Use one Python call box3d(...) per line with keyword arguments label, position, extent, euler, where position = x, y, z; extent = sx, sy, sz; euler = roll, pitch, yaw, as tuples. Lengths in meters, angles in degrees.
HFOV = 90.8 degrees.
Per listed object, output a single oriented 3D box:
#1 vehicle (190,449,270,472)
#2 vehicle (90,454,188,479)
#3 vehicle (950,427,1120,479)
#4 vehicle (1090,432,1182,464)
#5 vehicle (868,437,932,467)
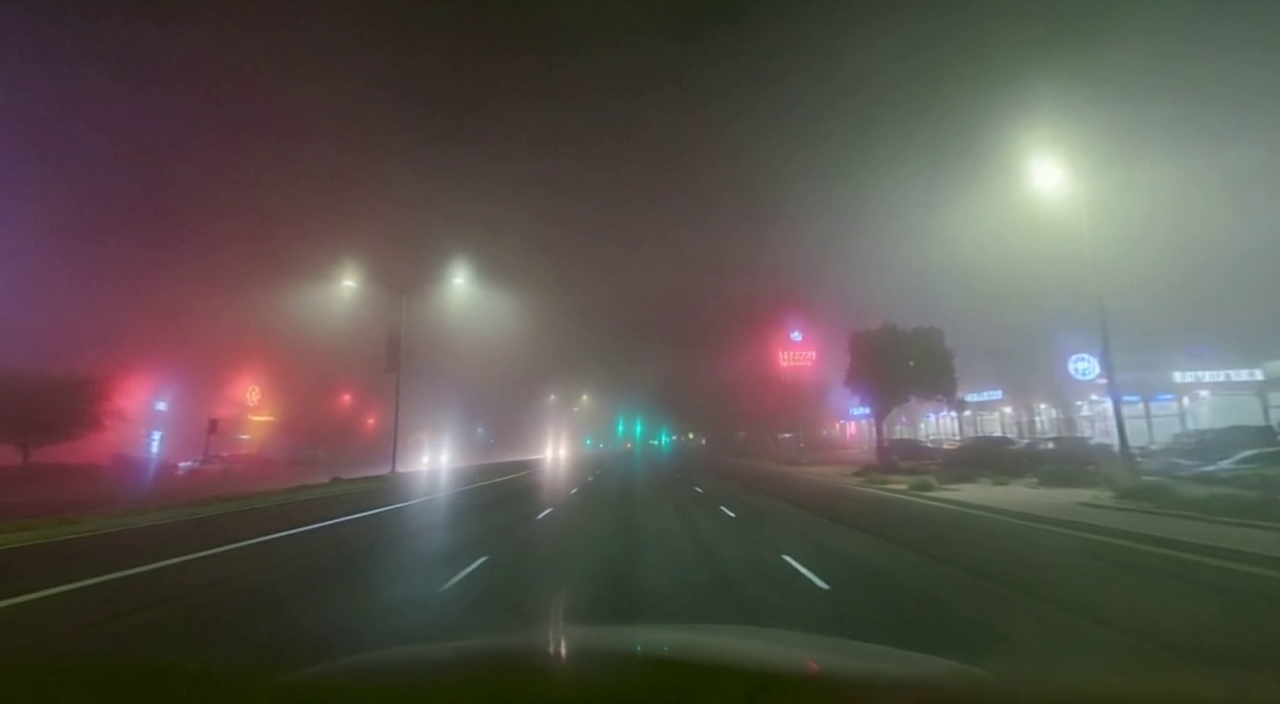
box3d(label="vehicle", position=(-30.938, 8.196, 47.776), extent=(4.528, 1.666, 2.077), euler=(0, -8, -2))
box3d(label="vehicle", position=(-31.213, 7.128, 39.453), extent=(4.593, 1.433, 1.711), euler=(0, -8, -1))
box3d(label="vehicle", position=(13.371, 3.443, 21.601), extent=(4.386, 1.570, 2.043), euler=(-1, -9, -2))
box3d(label="vehicle", position=(28.832, 5.609, 36.908), extent=(1.964, 1.781, 4.099), euler=(0, -8, 1))
box3d(label="vehicle", position=(15.327, 5.905, 37.532), extent=(1.881, 1.664, 4.658), euler=(0, -8, 1))
